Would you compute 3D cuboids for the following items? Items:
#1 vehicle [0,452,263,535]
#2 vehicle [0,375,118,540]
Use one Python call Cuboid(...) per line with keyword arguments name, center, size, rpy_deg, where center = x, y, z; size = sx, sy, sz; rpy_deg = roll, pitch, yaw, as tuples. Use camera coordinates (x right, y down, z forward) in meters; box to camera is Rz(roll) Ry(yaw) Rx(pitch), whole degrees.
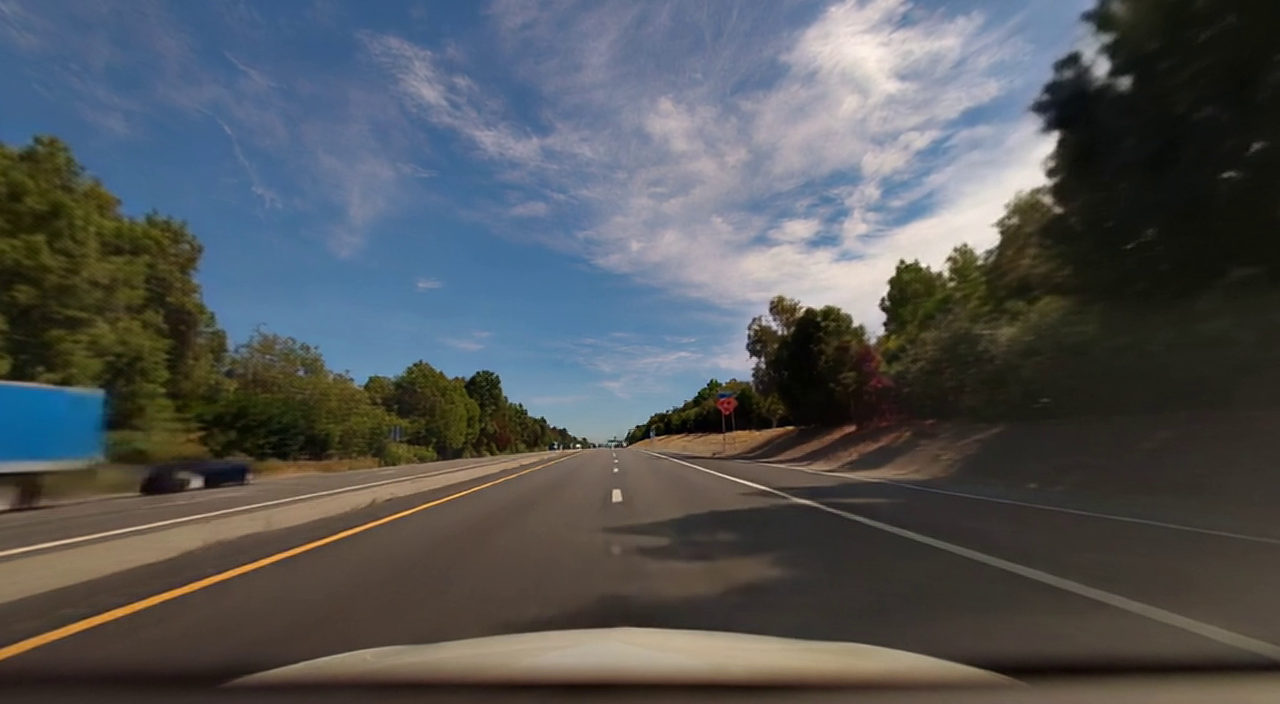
Cuboid(name="vehicle", center=(-15.459, 3.919, 18.836), size=(2.738, 1.680, 9.650), rpy_deg=(0, -8, -2))
Cuboid(name="vehicle", center=(-15.262, 1.984, 11.545), size=(2.767, 3.576, 10.408), rpy_deg=(0, -8, -2))
